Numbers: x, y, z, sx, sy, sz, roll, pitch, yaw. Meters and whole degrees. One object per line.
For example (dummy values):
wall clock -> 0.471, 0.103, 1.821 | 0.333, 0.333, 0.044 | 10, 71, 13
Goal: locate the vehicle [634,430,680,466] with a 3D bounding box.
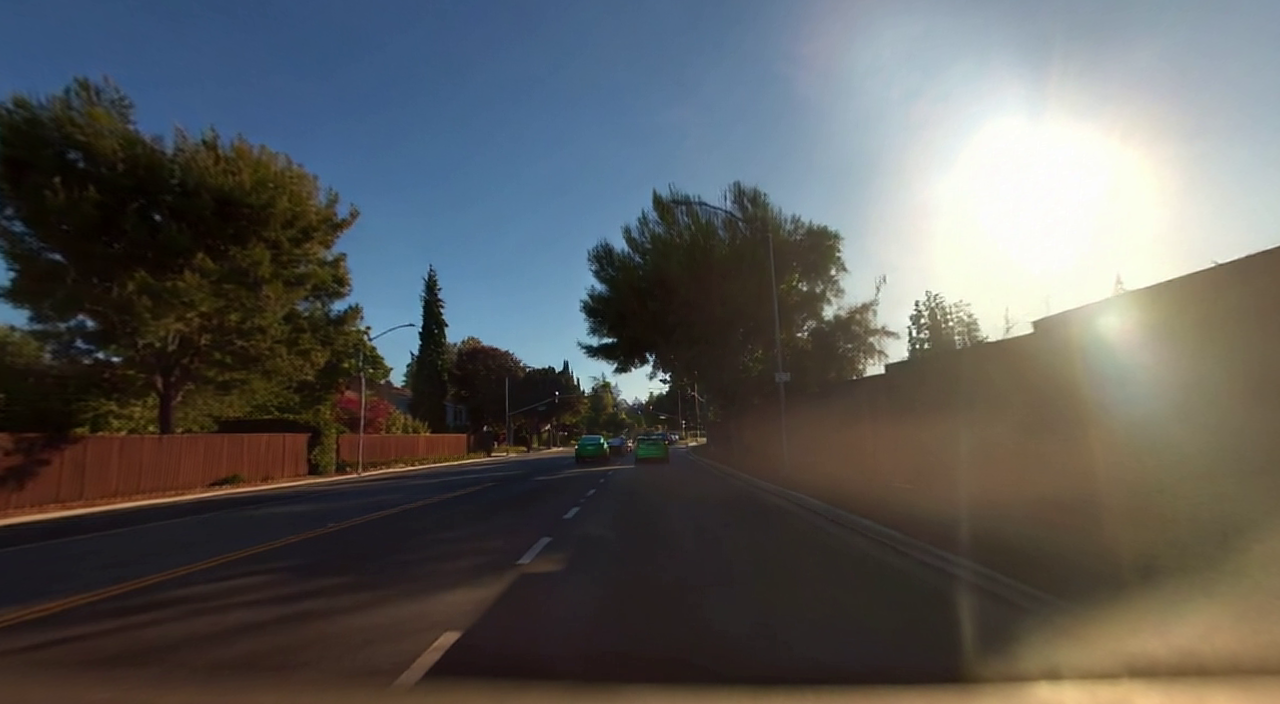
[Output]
vehicle -> 0.813, 4.848, 31.834 | 2.127, 1.665, 3.993 | 0, -8, 0

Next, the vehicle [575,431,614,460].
vehicle -> -2.907, 6.144, 41.400 | 2.190, 1.766, 4.394 | 0, -8, 1
